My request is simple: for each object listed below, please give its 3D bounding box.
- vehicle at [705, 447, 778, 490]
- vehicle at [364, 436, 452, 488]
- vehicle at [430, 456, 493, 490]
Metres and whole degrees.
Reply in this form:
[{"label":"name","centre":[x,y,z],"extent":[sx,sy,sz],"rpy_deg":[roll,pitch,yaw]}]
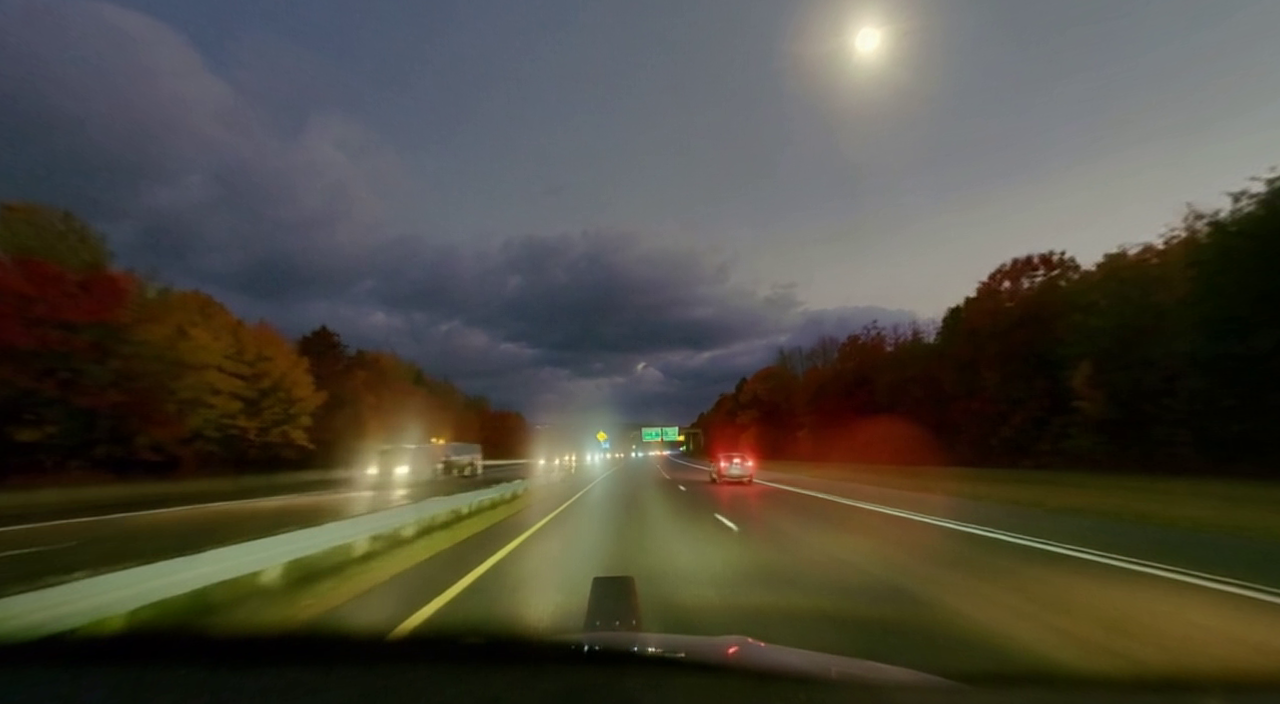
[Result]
[{"label":"vehicle","centre":[3.974,4.640,25.400],"extent":[2.070,1.546,4.648],"rpy_deg":[0,-9,-1]},{"label":"vehicle","centre":[-13.060,6.245,36.024],"extent":[2.302,2.673,7.335],"rpy_deg":[0,-9,0]},{"label":"vehicle","centre":[-8.774,5.976,31.196],"extent":[1.915,1.531,4.085],"rpy_deg":[0,-9,0]}]
